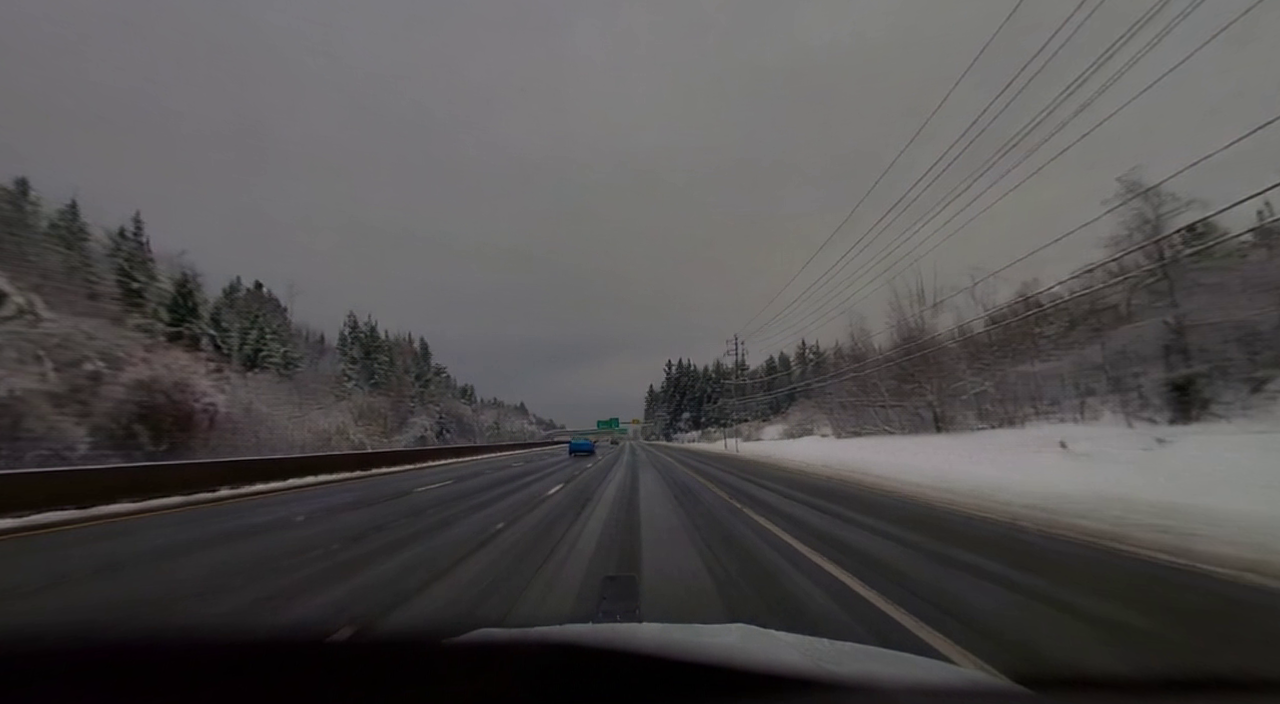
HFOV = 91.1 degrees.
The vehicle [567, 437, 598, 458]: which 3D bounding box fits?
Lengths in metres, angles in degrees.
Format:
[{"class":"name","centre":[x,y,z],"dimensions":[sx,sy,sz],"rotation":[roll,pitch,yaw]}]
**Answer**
[{"class":"vehicle","centre":[-4.231,7.043,46.791],"dimensions":[2.025,1.475,4.379],"rotation":[0,-8,-2]}]
